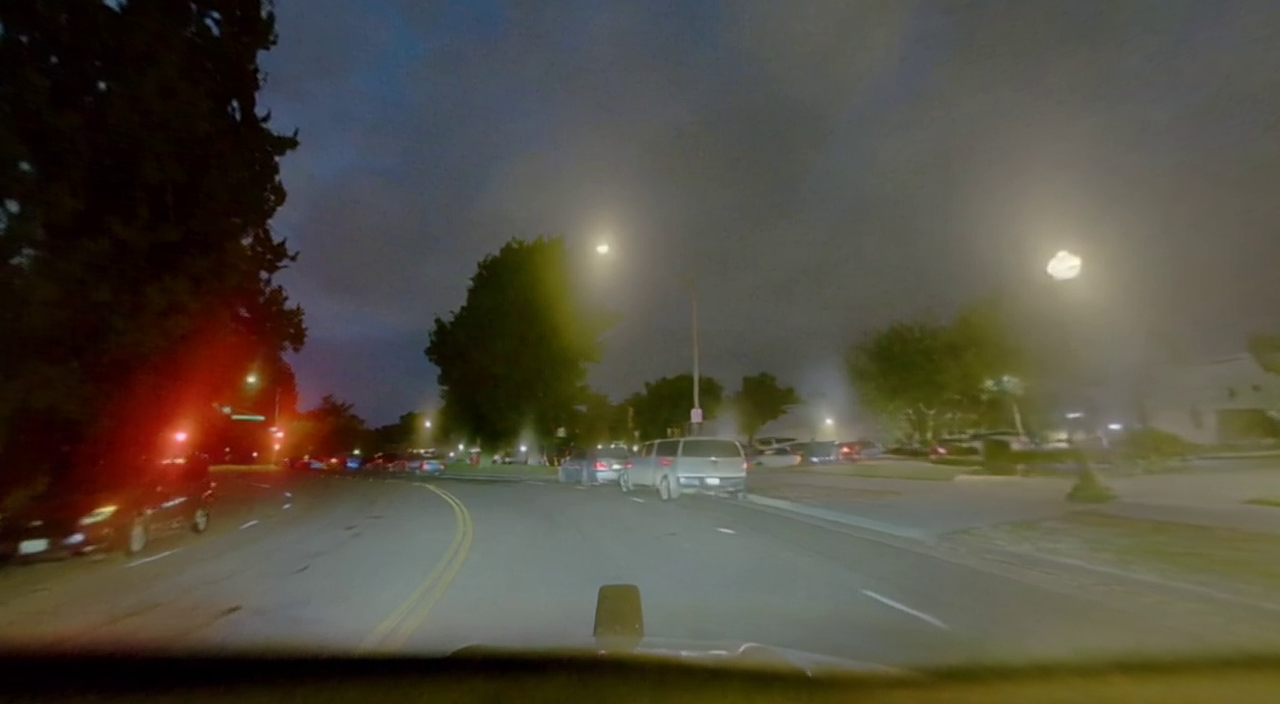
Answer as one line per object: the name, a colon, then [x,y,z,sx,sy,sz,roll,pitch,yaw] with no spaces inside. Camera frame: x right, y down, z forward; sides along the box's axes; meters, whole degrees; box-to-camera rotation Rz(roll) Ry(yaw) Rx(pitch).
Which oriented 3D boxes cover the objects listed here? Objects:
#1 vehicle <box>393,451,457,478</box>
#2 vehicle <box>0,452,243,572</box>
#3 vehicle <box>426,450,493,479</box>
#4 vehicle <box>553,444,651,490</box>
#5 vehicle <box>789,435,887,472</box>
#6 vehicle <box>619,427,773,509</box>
vehicle: [-13.740,7.100,40.205,2.016,1.509,4.789,8,-11,-42]
vehicle: [-9.253,2.732,11.643,2.142,1.483,4.629,-3,-7,-18]
vehicle: [-10.411,6.376,36.188,1.884,1.508,4.713,7,-11,-39]
vehicle: [-1.543,4.217,23.572,2.066,1.509,4.579,4,-9,-26]
vehicle: [9.050,4.570,28.682,4.577,1.531,2.098,7,-11,-40]
vehicle: [1.213,2.928,16.539,2.289,1.785,4.944,2,-9,-17]
